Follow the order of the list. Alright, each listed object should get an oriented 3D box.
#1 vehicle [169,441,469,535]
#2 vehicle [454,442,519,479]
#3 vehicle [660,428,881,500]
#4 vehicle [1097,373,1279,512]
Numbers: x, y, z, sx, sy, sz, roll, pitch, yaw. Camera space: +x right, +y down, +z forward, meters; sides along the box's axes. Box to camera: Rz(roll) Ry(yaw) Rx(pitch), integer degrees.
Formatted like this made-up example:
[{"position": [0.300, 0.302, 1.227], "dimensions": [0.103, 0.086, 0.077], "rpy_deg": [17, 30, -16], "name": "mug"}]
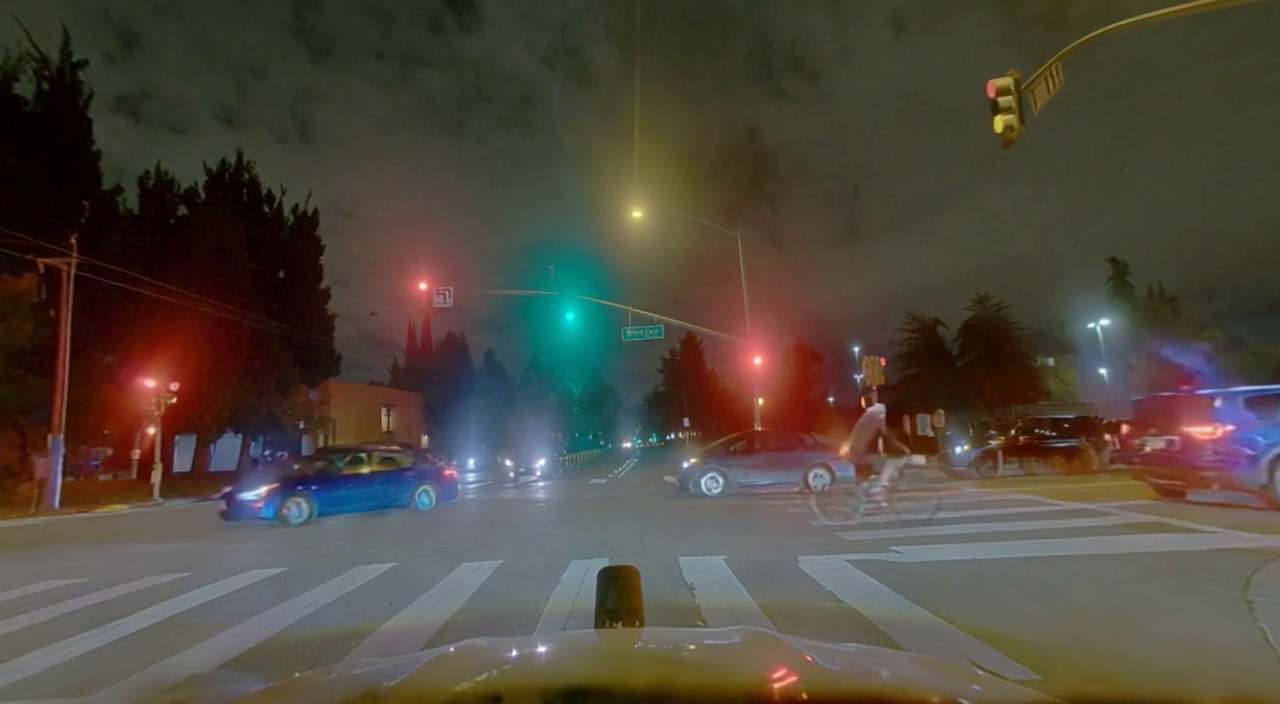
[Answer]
[{"position": [-5.692, 2.384, 11.649], "dimensions": [4.533, 1.419, 1.755], "rpy_deg": [5, -10, -30], "name": "vehicle"}, {"position": [-7.022, 4.992, 29.316], "dimensions": [2.024, 1.470, 4.153], "rpy_deg": [-3, -9, -1], "name": "vehicle"}, {"position": [2.656, 2.425, 13.700], "dimensions": [4.385, 1.419, 1.855], "rpy_deg": [-1, -10, 3], "name": "vehicle"}, {"position": [10.149, 1.252, 9.234], "dimensions": [5.122, 1.781, 2.098], "rpy_deg": [-2, -9, 3], "name": "vehicle"}]
